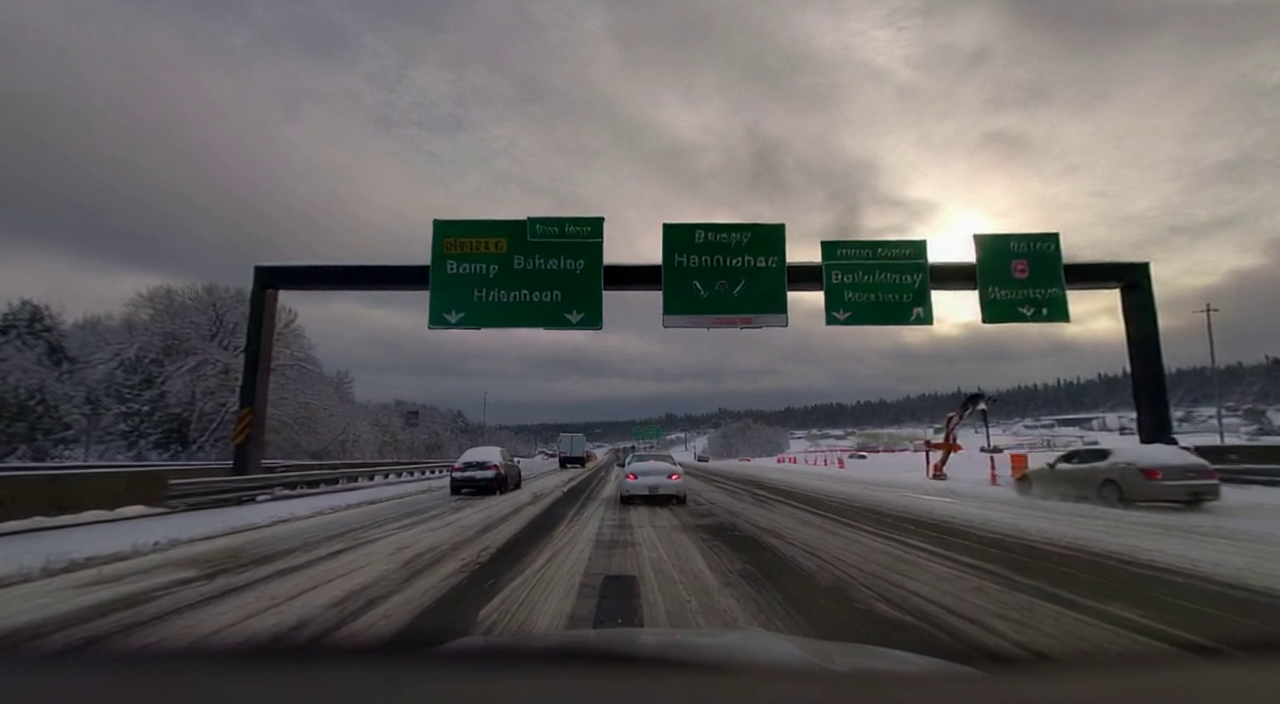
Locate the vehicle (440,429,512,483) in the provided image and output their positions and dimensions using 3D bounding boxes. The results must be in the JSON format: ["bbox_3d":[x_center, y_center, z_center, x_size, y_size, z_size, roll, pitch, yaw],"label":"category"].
[{"bbox_3d":[-7.552,4.845,29.553,2.204,2.295,4.830,0,-9,-2],"label":"vehicle"}]

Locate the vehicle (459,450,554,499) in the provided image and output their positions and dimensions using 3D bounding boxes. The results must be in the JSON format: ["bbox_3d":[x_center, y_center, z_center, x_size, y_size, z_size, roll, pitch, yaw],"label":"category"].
[{"bbox_3d":[-4.198,3.926,20.508,2.063,1.417,4.000,-1,-9,2],"label":"vehicle"}]

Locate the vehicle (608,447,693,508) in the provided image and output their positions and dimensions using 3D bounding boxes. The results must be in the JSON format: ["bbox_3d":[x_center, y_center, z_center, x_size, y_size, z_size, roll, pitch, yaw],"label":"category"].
[{"bbox_3d":[0.262,3.356,17.205,2.080,1.451,3.512,0,-9,0],"label":"vehicle"}]

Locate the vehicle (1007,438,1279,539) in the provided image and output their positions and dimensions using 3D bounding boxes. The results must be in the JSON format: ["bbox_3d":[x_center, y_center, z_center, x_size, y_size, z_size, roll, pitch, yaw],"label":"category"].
[{"bbox_3d":[8.651,2.312,11.215,1.935,1.470,3.589,0,-9,-2],"label":"vehicle"}]
